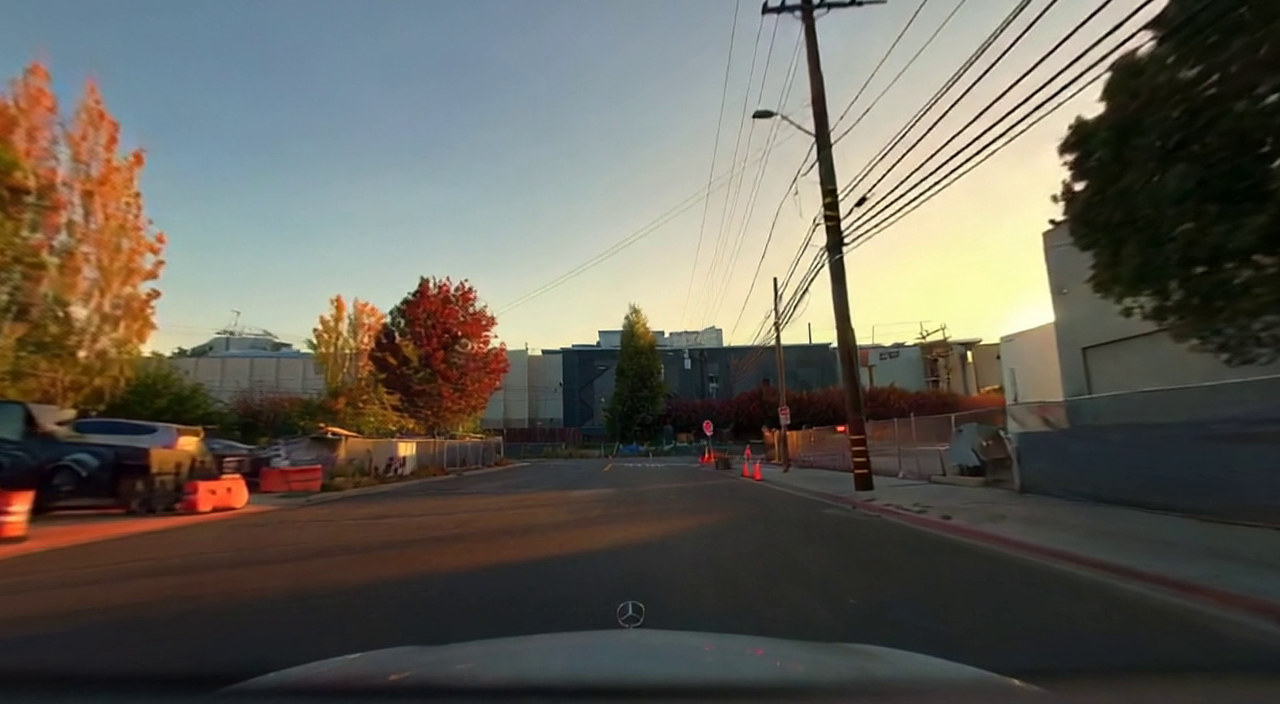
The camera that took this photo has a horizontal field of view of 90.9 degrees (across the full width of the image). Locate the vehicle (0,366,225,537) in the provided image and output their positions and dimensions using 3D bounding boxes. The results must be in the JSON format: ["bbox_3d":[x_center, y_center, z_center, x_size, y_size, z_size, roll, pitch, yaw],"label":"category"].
[{"bbox_3d":[-13.107,1.999,12.861,6.887,3.069,3.065,0,-9,-4],"label":"vehicle"}]
